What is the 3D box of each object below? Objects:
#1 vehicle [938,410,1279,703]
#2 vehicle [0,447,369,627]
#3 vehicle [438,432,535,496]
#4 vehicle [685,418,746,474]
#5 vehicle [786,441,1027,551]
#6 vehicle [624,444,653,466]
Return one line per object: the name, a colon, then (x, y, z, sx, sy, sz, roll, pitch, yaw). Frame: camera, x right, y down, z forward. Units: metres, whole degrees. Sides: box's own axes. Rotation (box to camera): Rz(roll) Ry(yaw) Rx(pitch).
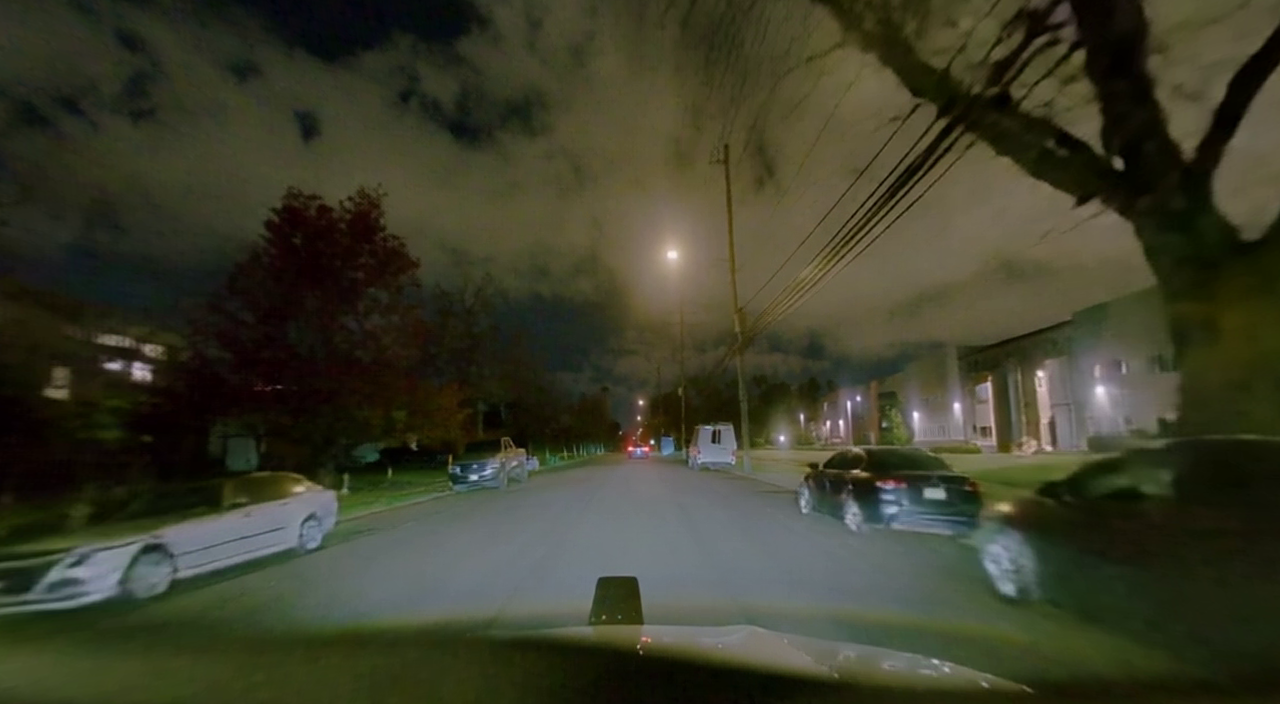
vehicle: (4.016, 1.162, 3.600, 2.144, 1.572, 5.026, 0, -9, 0)
vehicle: (-6.015, 2.203, 8.830, 2.094, 1.433, 5.740, -3, -7, -2)
vehicle: (-5.951, 4.345, 25.397, 2.284, 2.119, 5.984, -3, -7, 1)
vehicle: (3.973, 5.150, 34.672, 2.384, 2.791, 5.899, 0, -9, -2)
vehicle: (3.983, 2.195, 10.444, 1.879, 1.395, 4.374, 0, -8, -3)
vehicle: (-0.155, 7.738, 47.688, 2.062, 1.509, 4.305, 0, -8, -1)
